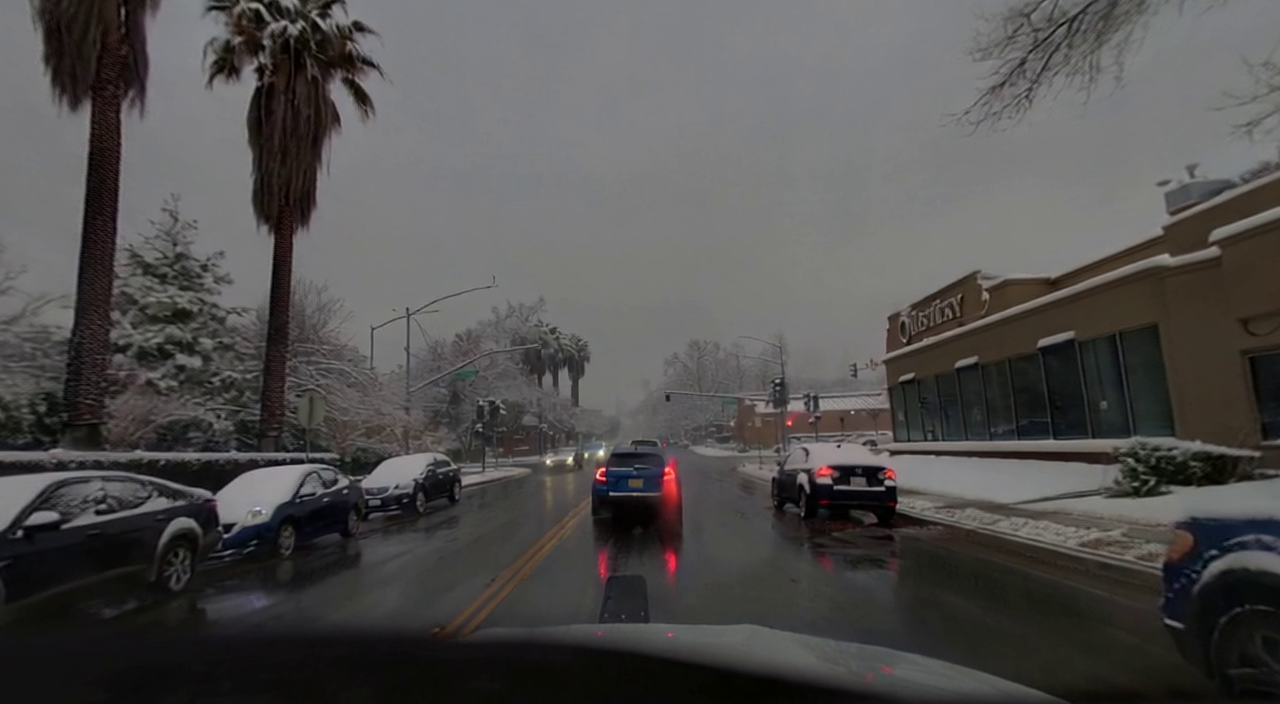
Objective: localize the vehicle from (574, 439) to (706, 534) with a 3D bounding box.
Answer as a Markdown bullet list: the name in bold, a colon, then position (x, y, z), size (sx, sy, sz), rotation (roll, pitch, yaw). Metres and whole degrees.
- **vehicle**: position (-0.017, 2.411, 11.964), size (2.060, 1.452, 4.078), rotation (0, -8, 0)

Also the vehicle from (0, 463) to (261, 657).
- **vehicle**: position (-6.161, 1.929, 6.340), size (1.850, 1.482, 4.454), rotation (0, -8, 1)

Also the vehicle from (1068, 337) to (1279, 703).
- **vehicle**: position (3.620, 0.632, 1.154), size (2.099, 1.786, 5.198), rotation (0, -8, 1)

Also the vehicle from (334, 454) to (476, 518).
- **vehicle**: position (-6.343, 3.649, 17.767), size (2.105, 1.469, 4.693), rotation (0, -8, 1)

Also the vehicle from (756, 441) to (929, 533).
- **vehicle**: position (3.583, 2.440, 12.135), size (1.821, 1.417, 4.454), rotation (0, -8, -1)
